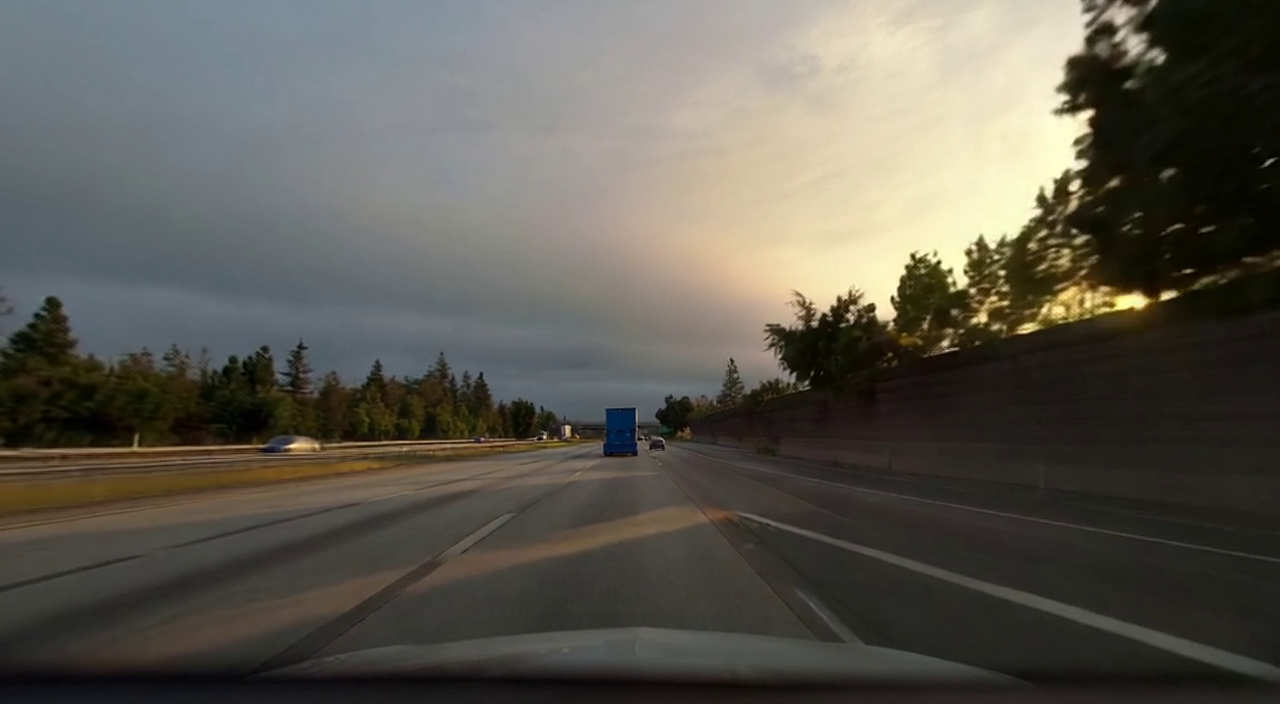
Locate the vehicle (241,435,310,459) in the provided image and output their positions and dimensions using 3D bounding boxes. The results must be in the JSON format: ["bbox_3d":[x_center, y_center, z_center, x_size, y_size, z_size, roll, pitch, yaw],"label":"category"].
[{"bbox_3d":[-23.858,6.216,41.449,1.813,1.473,4.499,0,-8,0],"label":"vehicle"}]
